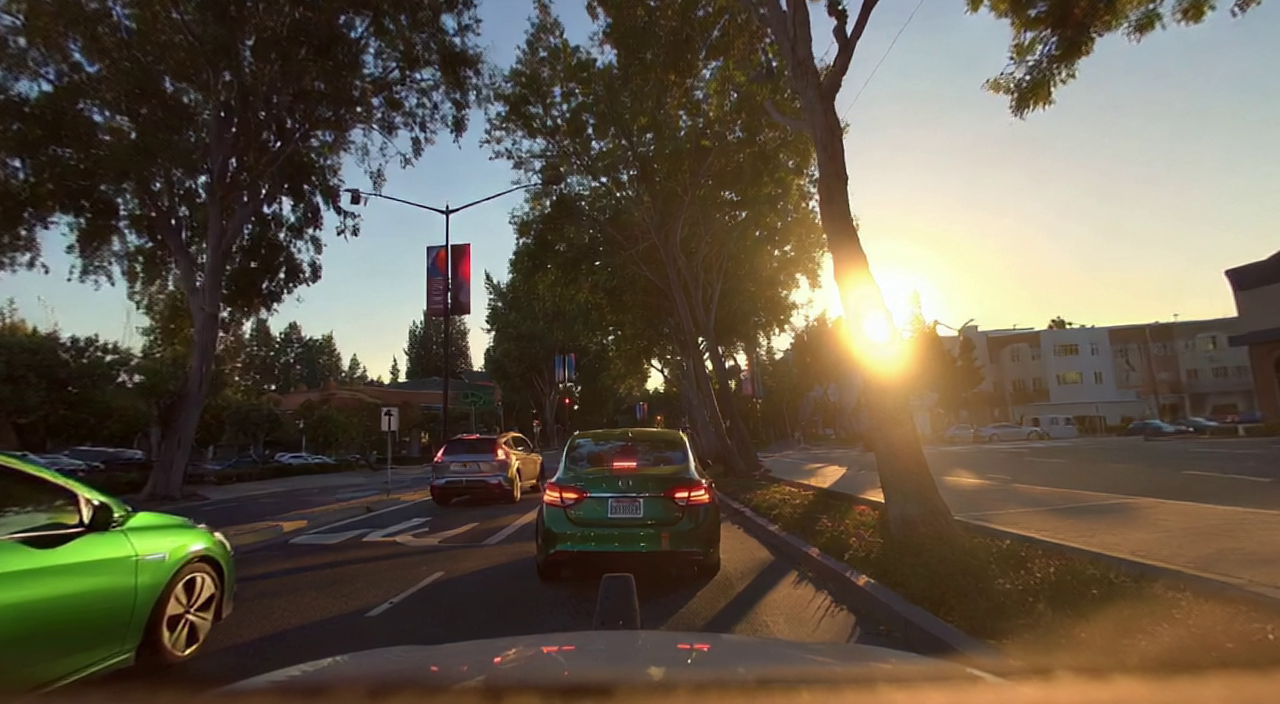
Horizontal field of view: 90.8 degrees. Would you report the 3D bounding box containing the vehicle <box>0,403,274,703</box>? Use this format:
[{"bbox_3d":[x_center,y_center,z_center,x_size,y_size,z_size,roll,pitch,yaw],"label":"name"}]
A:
[{"bbox_3d":[-3.493,0.890,2.055,1.961,1.487,4.453,0,-8,-1],"label":"vehicle"}]

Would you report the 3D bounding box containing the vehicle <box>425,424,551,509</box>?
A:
[{"bbox_3d":[-3.441,2.683,15.222,2.046,1.751,4.208,0,-8,-1],"label":"vehicle"}]

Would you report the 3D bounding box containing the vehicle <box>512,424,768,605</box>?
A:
[{"bbox_3d":[-0.057,1.645,7.304,2.126,1.475,3.967,0,-8,-2],"label":"vehicle"}]
